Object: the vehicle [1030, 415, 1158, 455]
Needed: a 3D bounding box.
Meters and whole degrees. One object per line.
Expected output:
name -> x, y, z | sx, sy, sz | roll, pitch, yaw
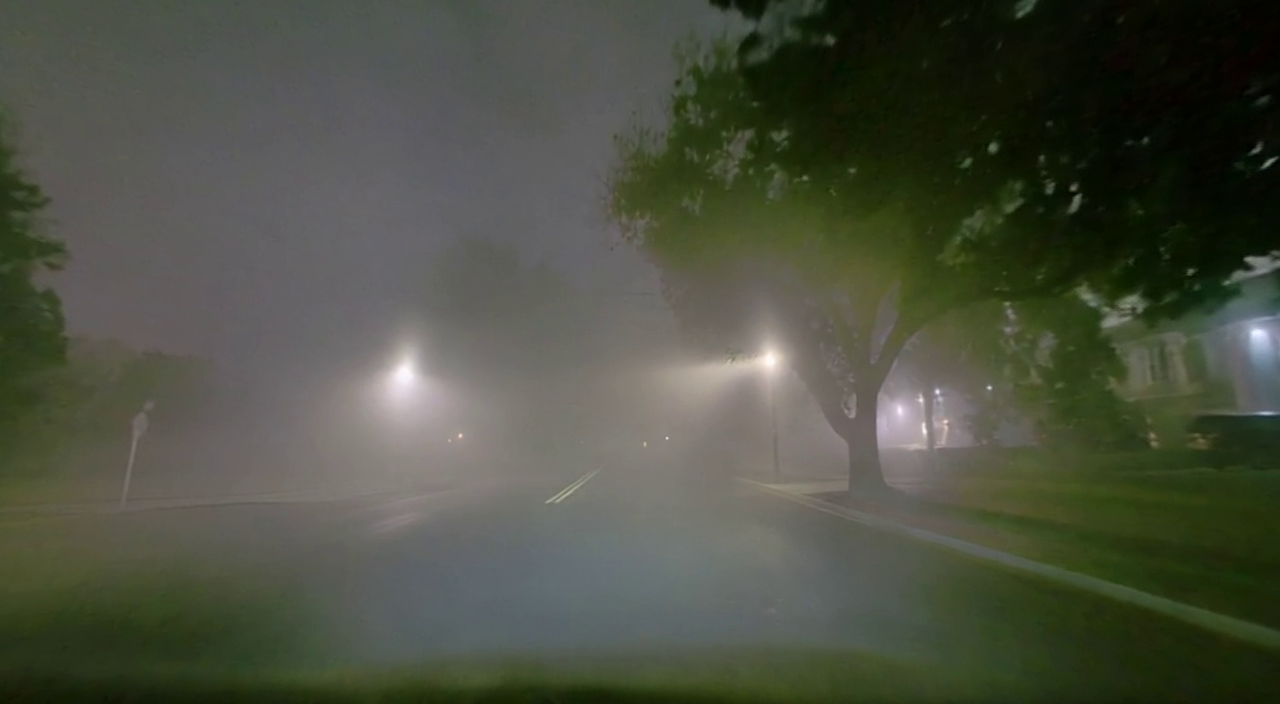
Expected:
vehicle -> 18.849, 3.481, 26.306 | 3.730, 1.604, 2.027 | 0, -8, 2
